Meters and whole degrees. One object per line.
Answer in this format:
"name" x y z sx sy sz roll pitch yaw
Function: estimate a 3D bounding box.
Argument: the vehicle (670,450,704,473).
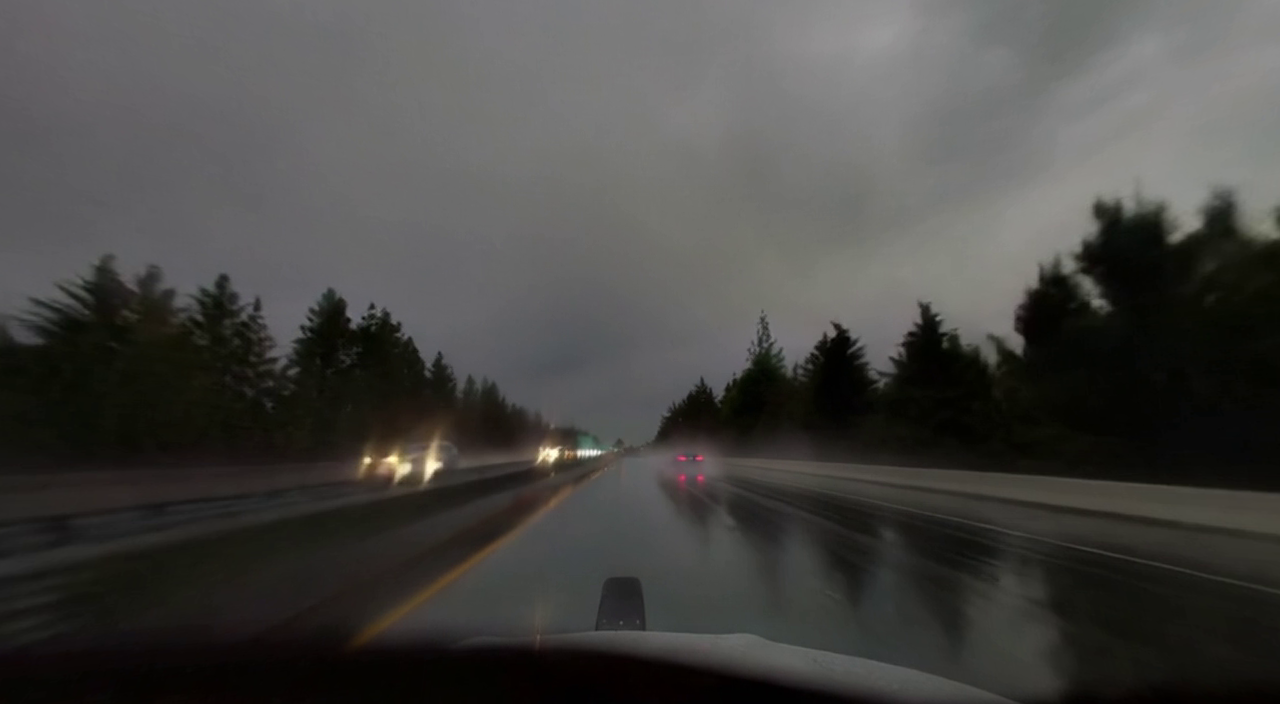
"vehicle" 3.145 7.364 42.651 1.870 1.486 3.858 0 -9 -2
